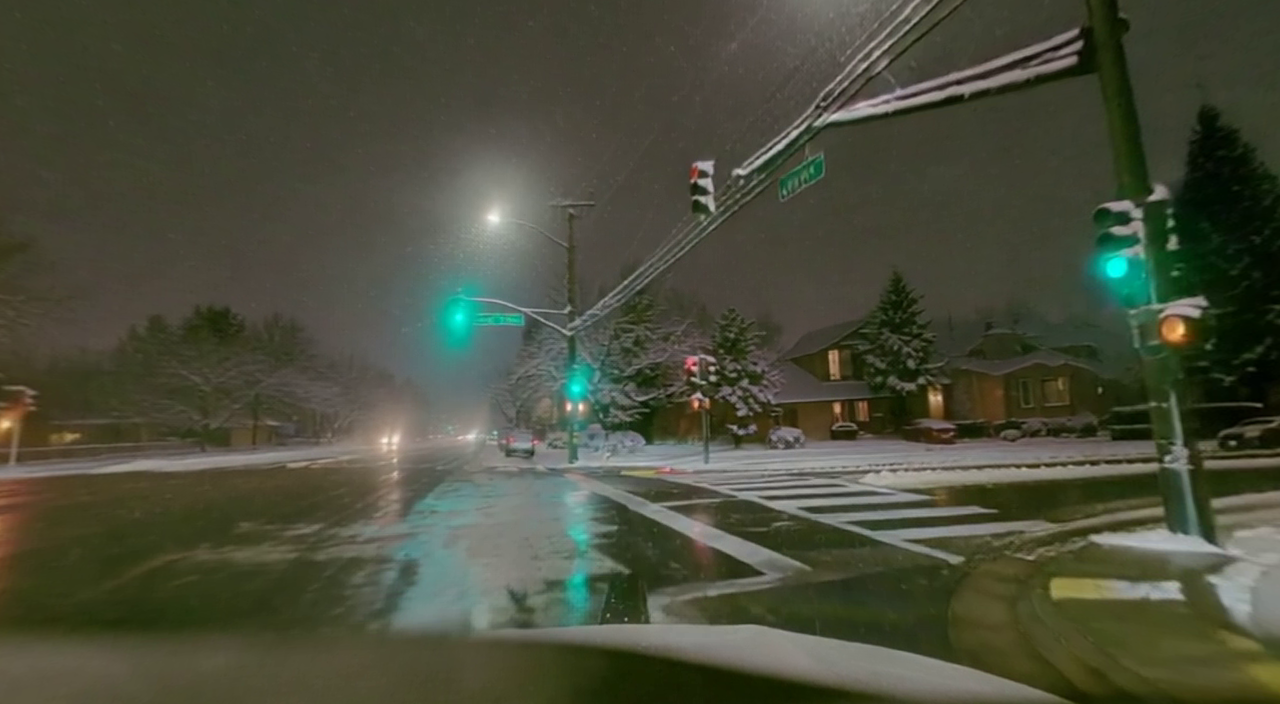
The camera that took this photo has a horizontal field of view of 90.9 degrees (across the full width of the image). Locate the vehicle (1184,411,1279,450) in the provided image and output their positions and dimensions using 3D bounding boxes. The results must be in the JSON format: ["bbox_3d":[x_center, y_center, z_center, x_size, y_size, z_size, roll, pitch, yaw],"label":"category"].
[{"bbox_3d":[25.401,3.309,26.072,4.671,1.470,1.963,3,-10,-16],"label":"vehicle"}]

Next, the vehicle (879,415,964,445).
[{"bbox_3d":[16.405,4.639,36.997,2.028,1.595,4.554,2,-9,-15],"label":"vehicle"}]

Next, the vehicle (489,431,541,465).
[{"bbox_3d":[-6.267,4.740,31.213,2.149,1.507,4.160,2,-9,-16],"label":"vehicle"}]
